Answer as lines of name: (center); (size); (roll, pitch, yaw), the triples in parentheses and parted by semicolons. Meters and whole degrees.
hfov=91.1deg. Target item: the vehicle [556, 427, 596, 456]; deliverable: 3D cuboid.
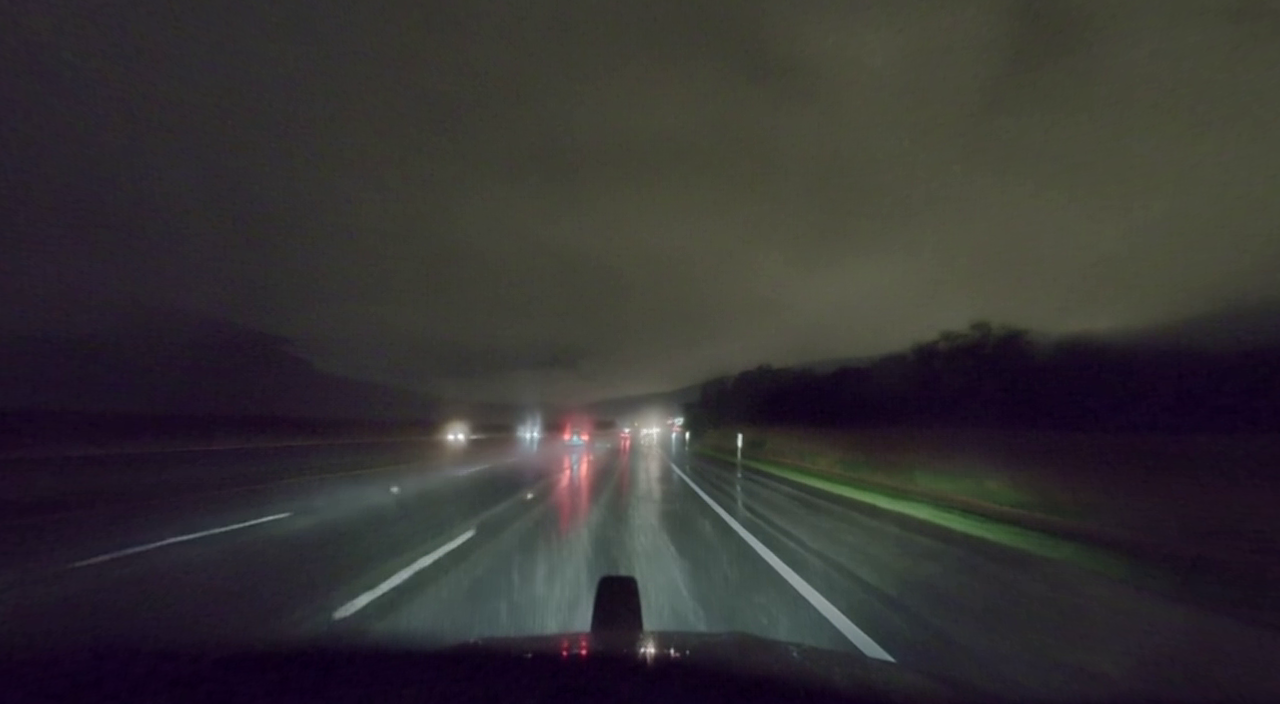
vehicle: (-4.002, 5.651, 39.934); (1.980, 1.721, 4.419); (0, -8, 1)
